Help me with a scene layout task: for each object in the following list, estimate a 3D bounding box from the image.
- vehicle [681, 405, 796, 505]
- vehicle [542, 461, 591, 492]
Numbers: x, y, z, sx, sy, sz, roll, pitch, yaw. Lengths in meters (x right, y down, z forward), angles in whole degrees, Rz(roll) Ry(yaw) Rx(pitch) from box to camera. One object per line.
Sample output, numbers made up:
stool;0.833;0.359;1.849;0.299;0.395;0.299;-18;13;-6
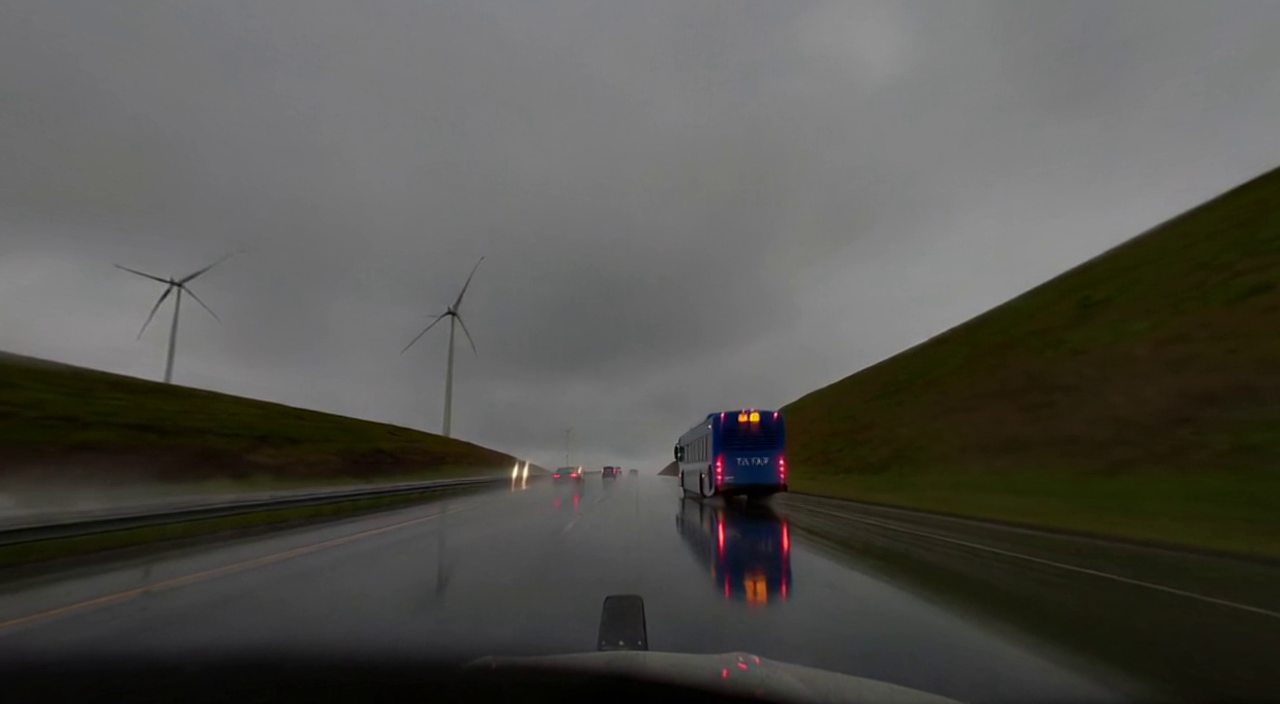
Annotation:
vehicle;4.031;5.047;30.088;2.941;3.574;14.463;1;-11;-1
vehicle;-4.005;6.899;34.944;2.213;1.568;4.274;1;-11;-1
